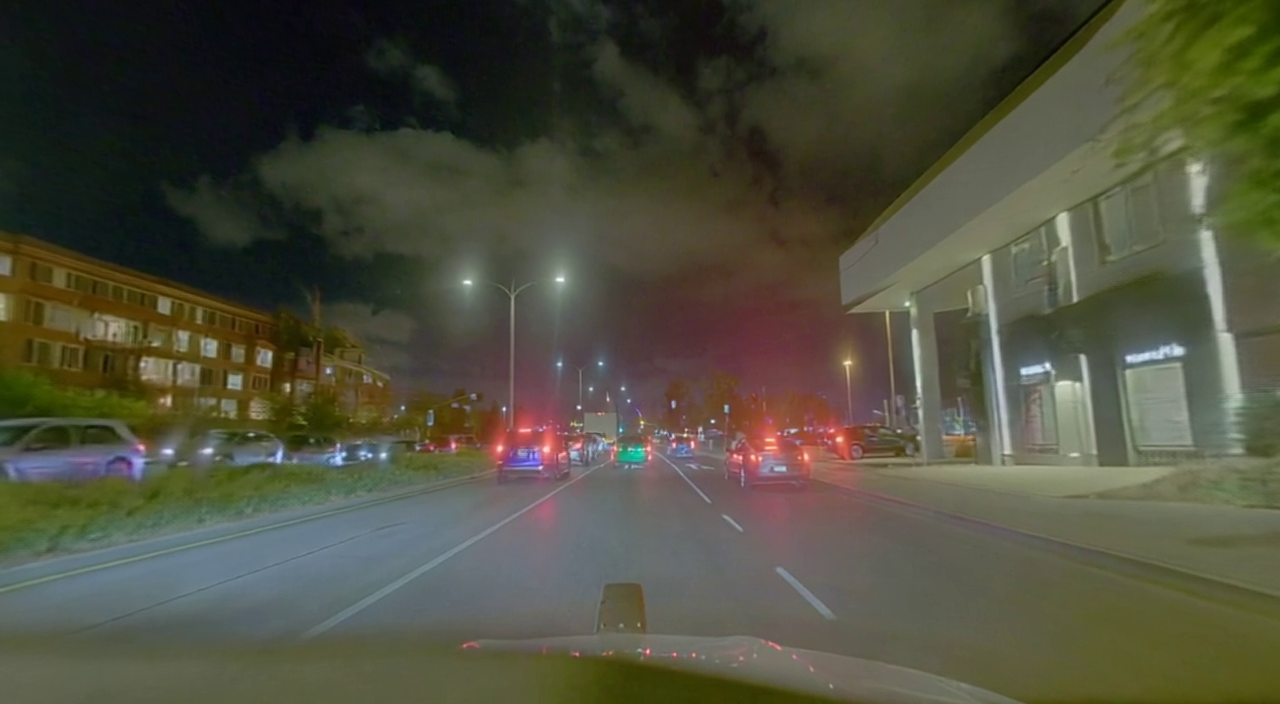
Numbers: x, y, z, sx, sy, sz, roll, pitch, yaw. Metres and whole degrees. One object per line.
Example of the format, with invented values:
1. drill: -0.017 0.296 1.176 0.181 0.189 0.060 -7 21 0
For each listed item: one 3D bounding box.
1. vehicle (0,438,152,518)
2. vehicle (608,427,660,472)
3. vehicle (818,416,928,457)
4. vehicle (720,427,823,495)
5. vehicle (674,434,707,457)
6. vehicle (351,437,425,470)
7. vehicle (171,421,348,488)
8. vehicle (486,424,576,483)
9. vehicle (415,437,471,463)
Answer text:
1. vehicle: -12.579 2.480 12.692 1.824 1.447 4.442 0 -8 0
2. vehicle: -0.189 4.062 26.252 2.022 1.700 4.084 0 -8 1
3. vehicle: 12.359 4.547 33.485 4.991 1.978 2.090 -8 -12 43
4. vehicle: 3.284 2.797 16.421 1.847 1.554 3.885 0 -8 0
5. vehicle: 3.328 6.282 42.142 1.948 1.475 4.093 0 -8 0
6. vehicle: -12.361 5.020 31.144 1.843 1.509 4.301 0 -8 1
7. vehicle: -12.246 3.348 20.862 2.245 1.908 5.613 0 -8 1
8. vehicle: -3.398 3.282 20.482 2.047 1.710 4.314 0 -8 2
9. vehicle: -12.161 6.066 39.004 1.924 1.511 4.640 0 -8 0
